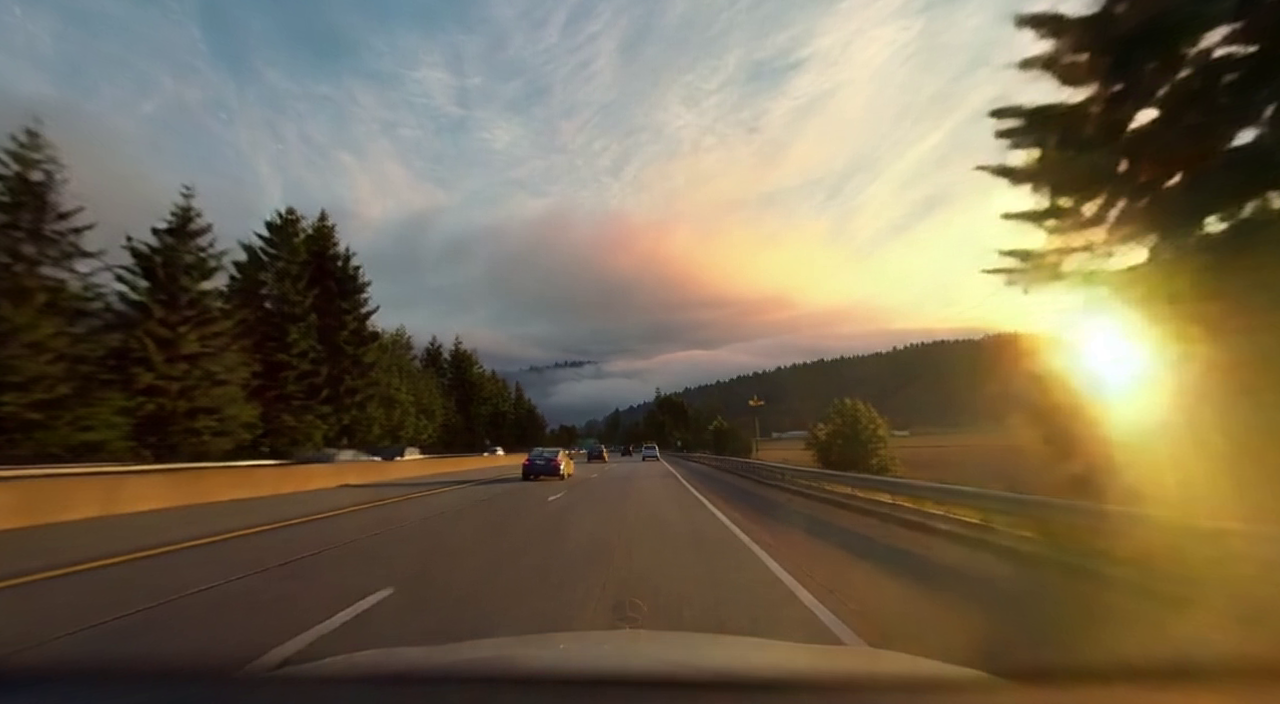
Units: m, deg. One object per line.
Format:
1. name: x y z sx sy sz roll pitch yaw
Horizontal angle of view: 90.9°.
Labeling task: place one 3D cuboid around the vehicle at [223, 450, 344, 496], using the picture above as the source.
1. vehicle: -12.632 4.291 22.717 1.782 1.458 4.412 0 -9 0

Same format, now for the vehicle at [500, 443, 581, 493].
1. vehicle: -3.229 3.877 21.338 1.970 1.483 4.097 -1 -9 1

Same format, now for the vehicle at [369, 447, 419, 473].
1. vehicle: -16.812 7.398 43.217 1.747 1.664 3.882 -1 -9 1
